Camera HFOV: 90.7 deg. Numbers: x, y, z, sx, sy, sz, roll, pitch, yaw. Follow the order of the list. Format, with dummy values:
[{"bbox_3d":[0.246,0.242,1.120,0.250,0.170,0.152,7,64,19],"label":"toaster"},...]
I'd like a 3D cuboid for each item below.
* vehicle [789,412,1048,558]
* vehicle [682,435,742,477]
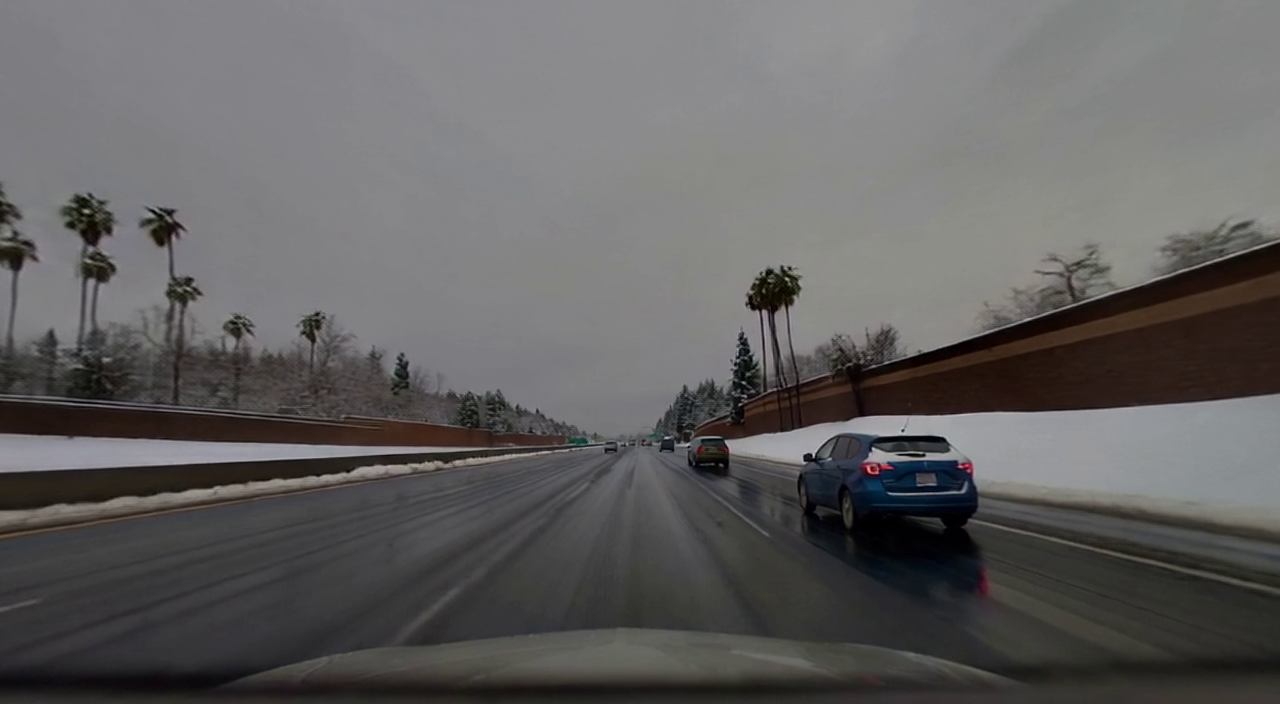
[{"bbox_3d":[3.771,1.871,9.575,1.910,1.696,4.187,0,-8,-1],"label":"vehicle"},{"bbox_3d":[3.108,4.618,28.245,2.045,1.688,4.313,0,-9,-2],"label":"vehicle"}]
